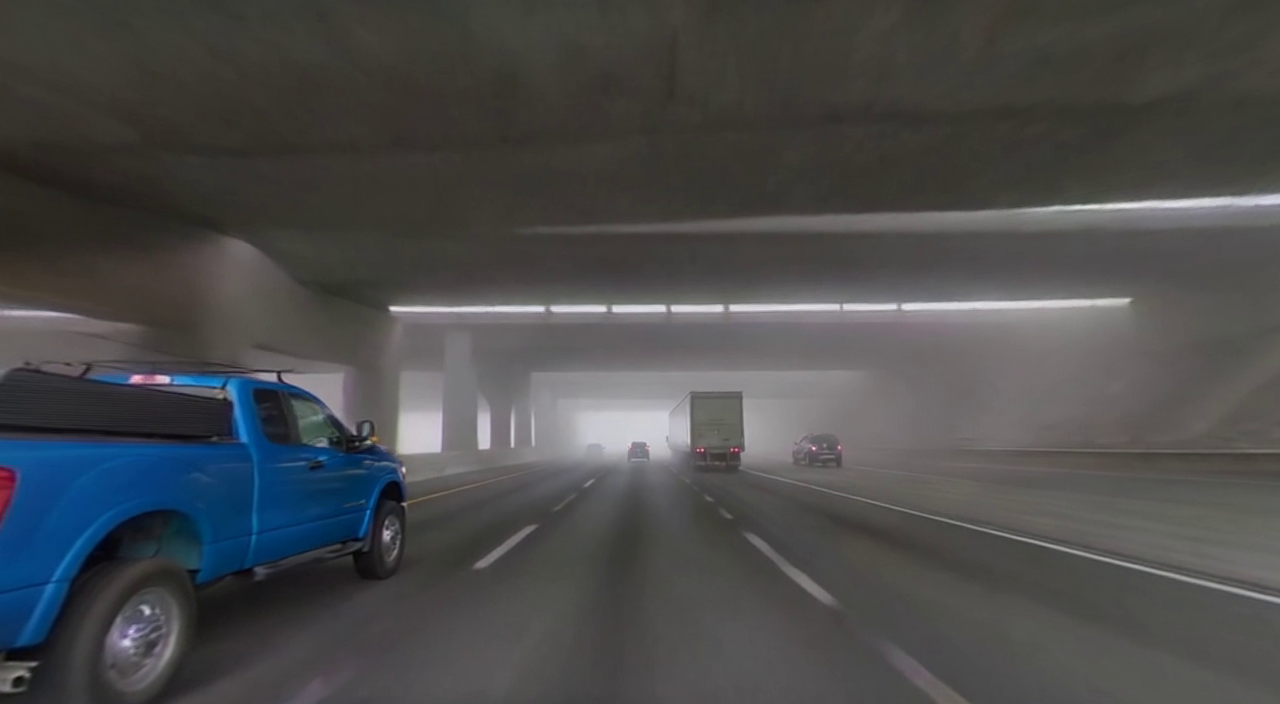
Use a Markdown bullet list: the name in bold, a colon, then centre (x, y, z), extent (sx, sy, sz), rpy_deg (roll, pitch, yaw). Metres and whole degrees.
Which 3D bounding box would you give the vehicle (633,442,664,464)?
- **vehicle**: centre (0.616, 7.241, 45.358), extent (2.092, 1.446, 4.092), rpy_deg (0, -8, 0)

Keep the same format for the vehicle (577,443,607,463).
- **vehicle**: centre (-3.660, 7.801, 48.878), extent (2.077, 1.446, 4.106), rpy_deg (0, -9, 0)

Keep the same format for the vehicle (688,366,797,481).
- **vehicle**: centre (4.095, 3.461, 28.701), extent (2.885, 4.036, 12.891), rpy_deg (0, -8, 1)

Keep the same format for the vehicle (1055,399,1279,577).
- **vehicle**: centre (7.174, 1.440, 6.965), extent (1.999, 1.700, 4.640), rpy_deg (0, -8, 0)

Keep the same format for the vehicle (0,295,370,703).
- **vehicle**: centre (-4.361, 0.888, 3.819), extent (2.599, 2.054, 6.288), rpy_deg (0, -9, 1)
